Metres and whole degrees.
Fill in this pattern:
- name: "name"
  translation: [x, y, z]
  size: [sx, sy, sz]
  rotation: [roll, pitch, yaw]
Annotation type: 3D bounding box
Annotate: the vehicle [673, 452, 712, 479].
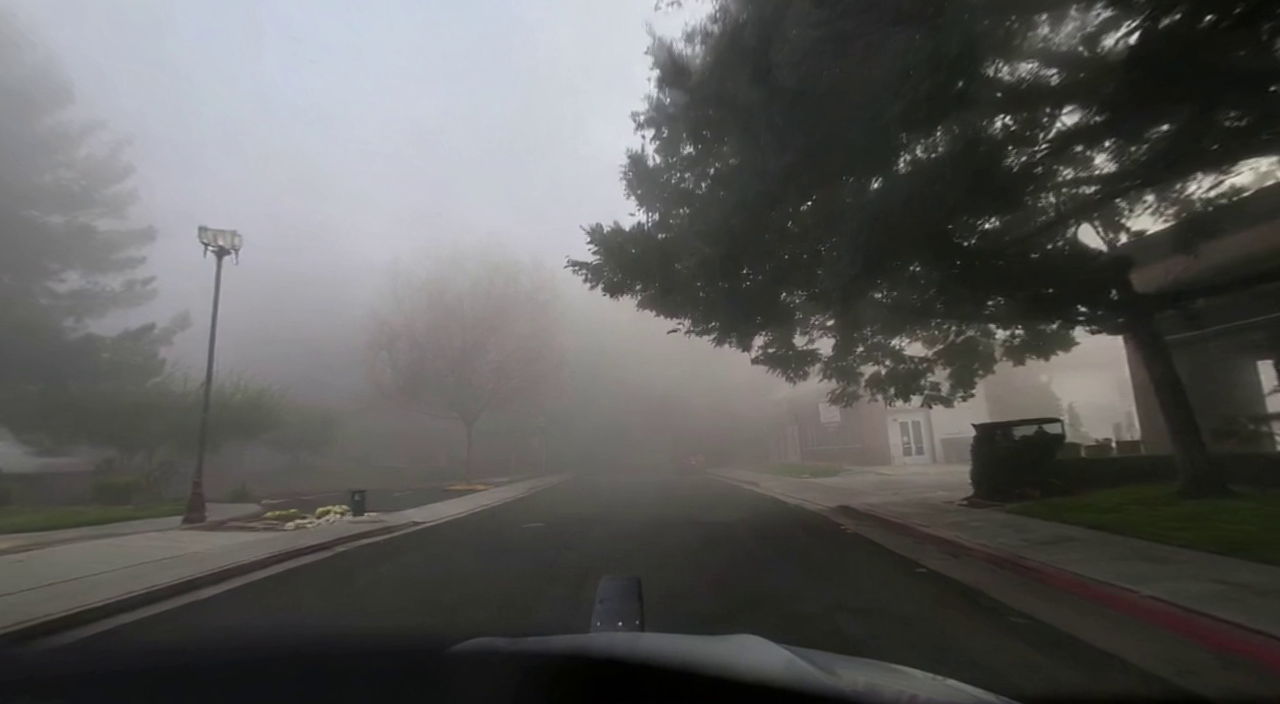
- name: "vehicle"
  translation: [3.162, 6.967, 39.027]
  size: [2.064, 1.532, 4.596]
  rotation: [0, -8, 1]
